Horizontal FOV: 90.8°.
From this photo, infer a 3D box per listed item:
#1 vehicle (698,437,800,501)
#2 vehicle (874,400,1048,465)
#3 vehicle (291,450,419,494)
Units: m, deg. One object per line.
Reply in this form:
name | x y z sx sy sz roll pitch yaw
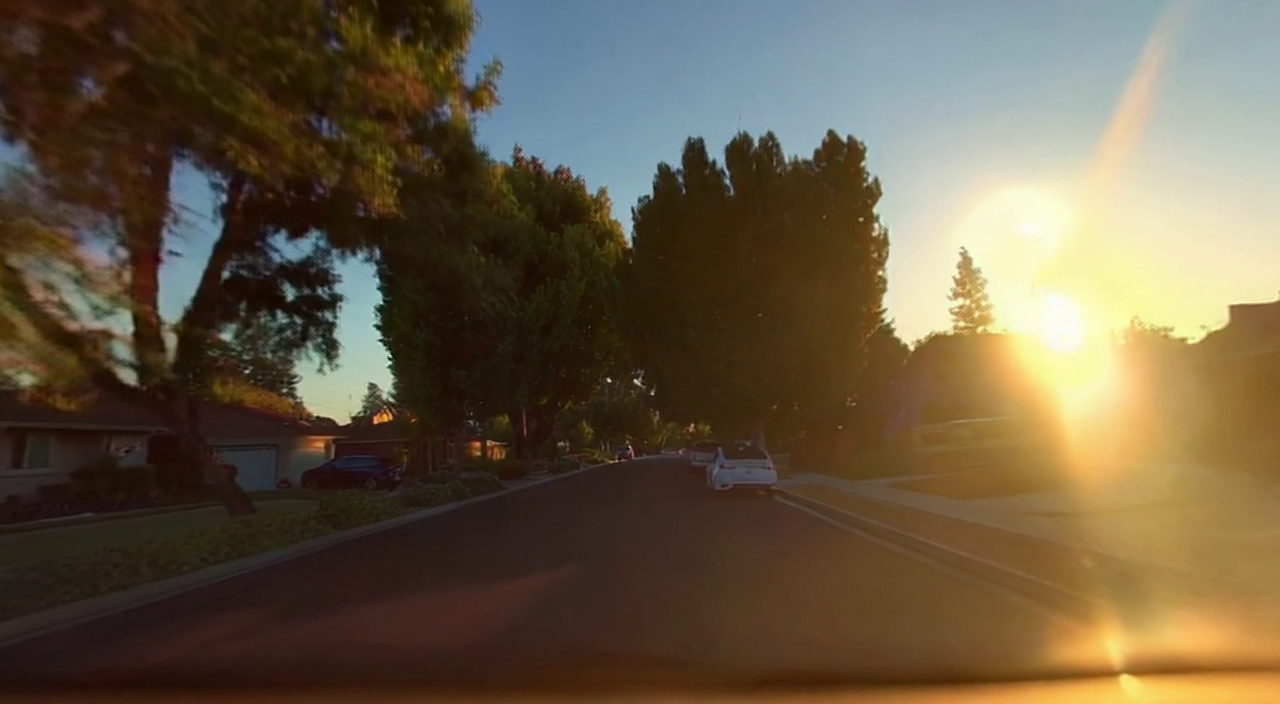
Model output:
vehicle | 2.790 3.120 17.330 2.009 1.506 4.698 0 -8 0
vehicle | 11.057 2.850 22.133 4.861 1.911 2.181 1 -12 4
vehicle | -12.230 5.149 27.322 4.511 1.809 2.018 -1 -8 3
